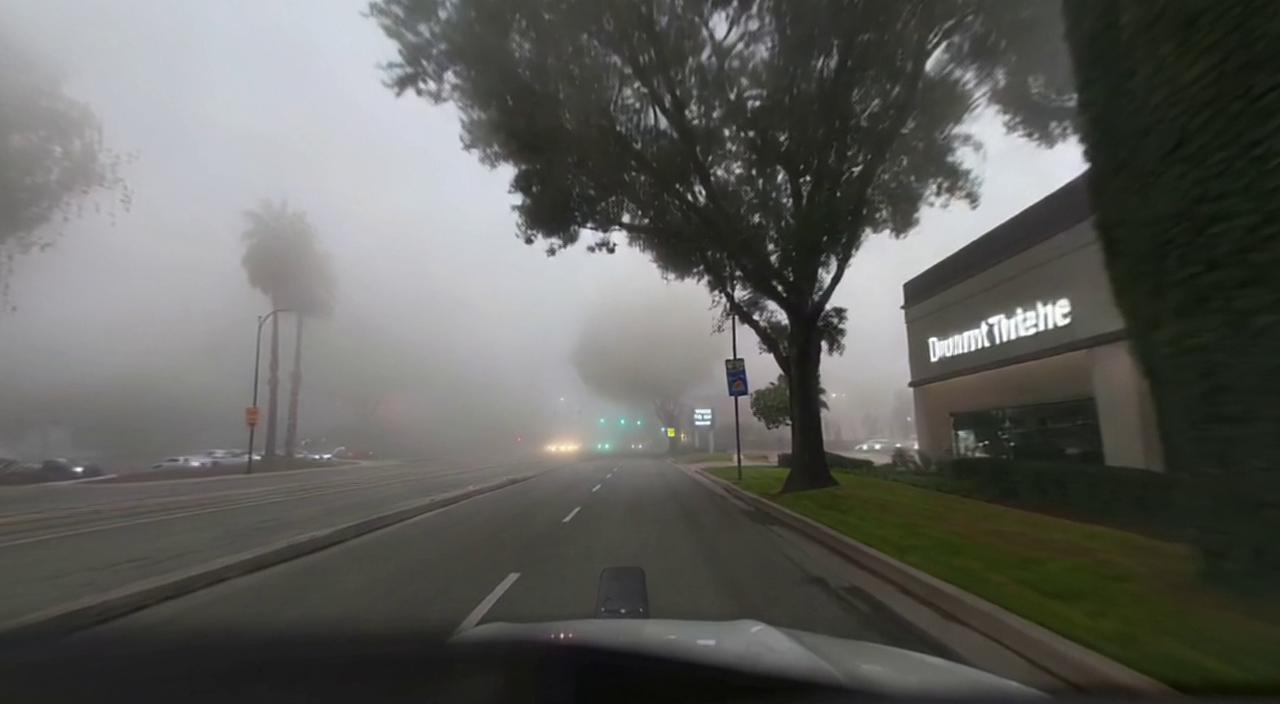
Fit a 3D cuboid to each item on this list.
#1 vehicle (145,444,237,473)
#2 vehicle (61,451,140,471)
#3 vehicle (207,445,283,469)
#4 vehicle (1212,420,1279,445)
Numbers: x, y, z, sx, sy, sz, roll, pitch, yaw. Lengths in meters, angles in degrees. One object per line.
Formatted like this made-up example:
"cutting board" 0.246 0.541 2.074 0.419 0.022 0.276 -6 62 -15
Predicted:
"vehicle" -29.505 7.019 41.361 4.293 1.529 2.347 -4 -9 0
"vehicle" -42.762 8.628 49.824 4.490 1.495 1.922 0 -8 2
"vehicle" -29.382 7.804 46.779 4.463 1.497 1.889 -4 -9 0
"vehicle" 44.946 5.880 45.819 4.409 1.807 1.983 0 -8 -3
